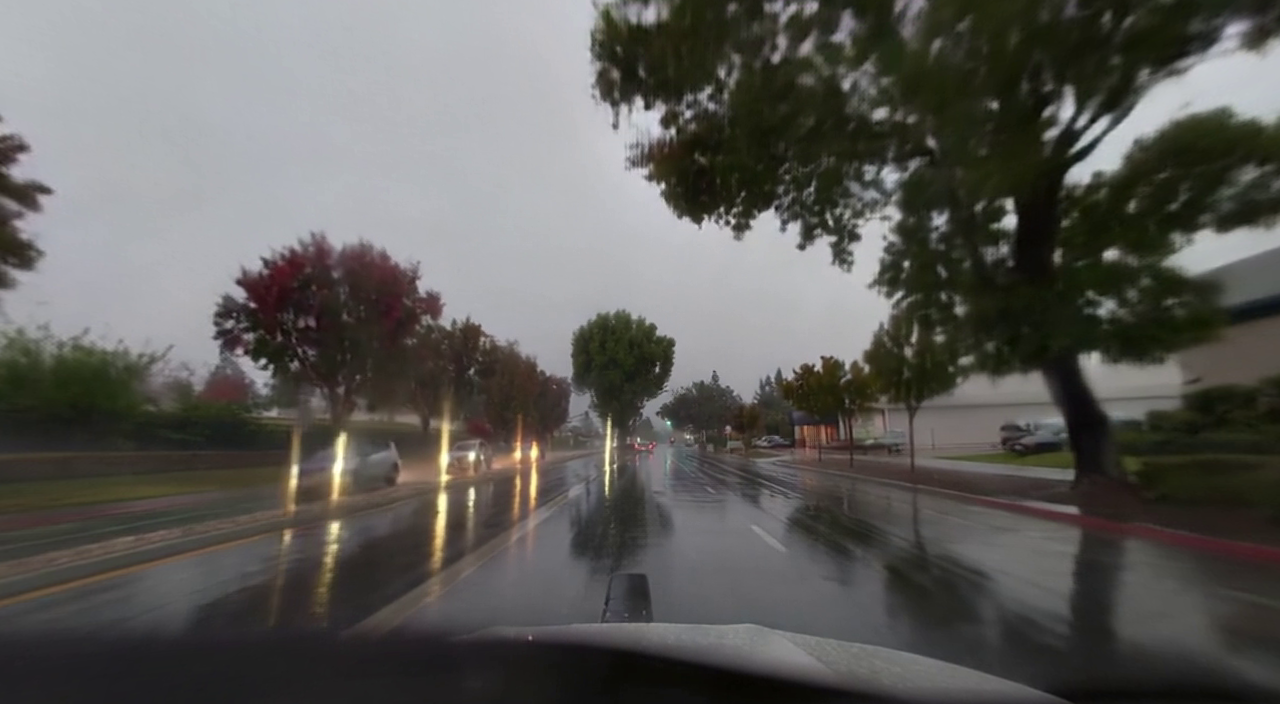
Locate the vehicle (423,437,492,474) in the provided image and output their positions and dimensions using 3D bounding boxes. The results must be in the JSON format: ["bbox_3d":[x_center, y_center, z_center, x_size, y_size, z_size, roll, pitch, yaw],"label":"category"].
[{"bbox_3d":[-9.678,5.521,33.907,2.230,1.777,4.797,0,-8,1],"label":"vehicle"}]

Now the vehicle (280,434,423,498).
[{"bbox_3d":[-8.833,3.507,19.858,2.250,1.747,4.492,-1,-8,2],"label":"vehicle"}]

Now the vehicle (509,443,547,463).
[{"bbox_3d":[-8.465,7.664,48.065,1.946,1.470,4.443,-1,-8,2],"label":"vehicle"}]
